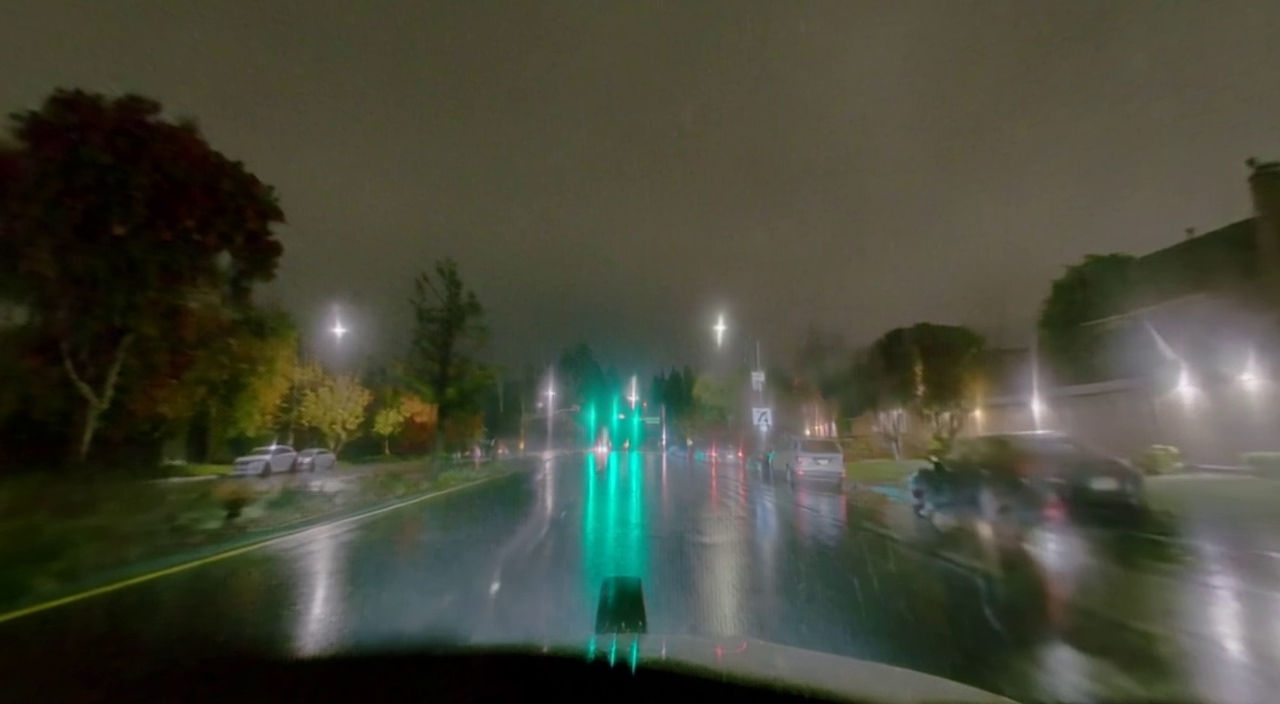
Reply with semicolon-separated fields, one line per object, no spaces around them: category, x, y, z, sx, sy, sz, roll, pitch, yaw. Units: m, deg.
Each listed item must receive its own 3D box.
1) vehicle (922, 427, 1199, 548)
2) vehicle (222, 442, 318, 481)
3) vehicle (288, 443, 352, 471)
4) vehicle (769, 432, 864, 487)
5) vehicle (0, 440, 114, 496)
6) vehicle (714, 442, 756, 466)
vehicle;6.940;2.249;11.123;1.910;1.686;4.399;0;-9;1
vehicle;-21.210;6.233;36.355;2.196;1.854;5.677;-1;-6;-1
vehicle;-21.616;7.095;42.632;1.965;1.523;4.798;-1;-6;-2
vehicle;6.539;4.037;23.964;2.032;1.844;4.964;0;-9;-2
vehicle;-21.633;4.038;22.290;1.901;1.785;4.676;0;-8;-2
vehicle;6.440;6.936;42.954;1.922;1.494;4.772;1;-8;-3
